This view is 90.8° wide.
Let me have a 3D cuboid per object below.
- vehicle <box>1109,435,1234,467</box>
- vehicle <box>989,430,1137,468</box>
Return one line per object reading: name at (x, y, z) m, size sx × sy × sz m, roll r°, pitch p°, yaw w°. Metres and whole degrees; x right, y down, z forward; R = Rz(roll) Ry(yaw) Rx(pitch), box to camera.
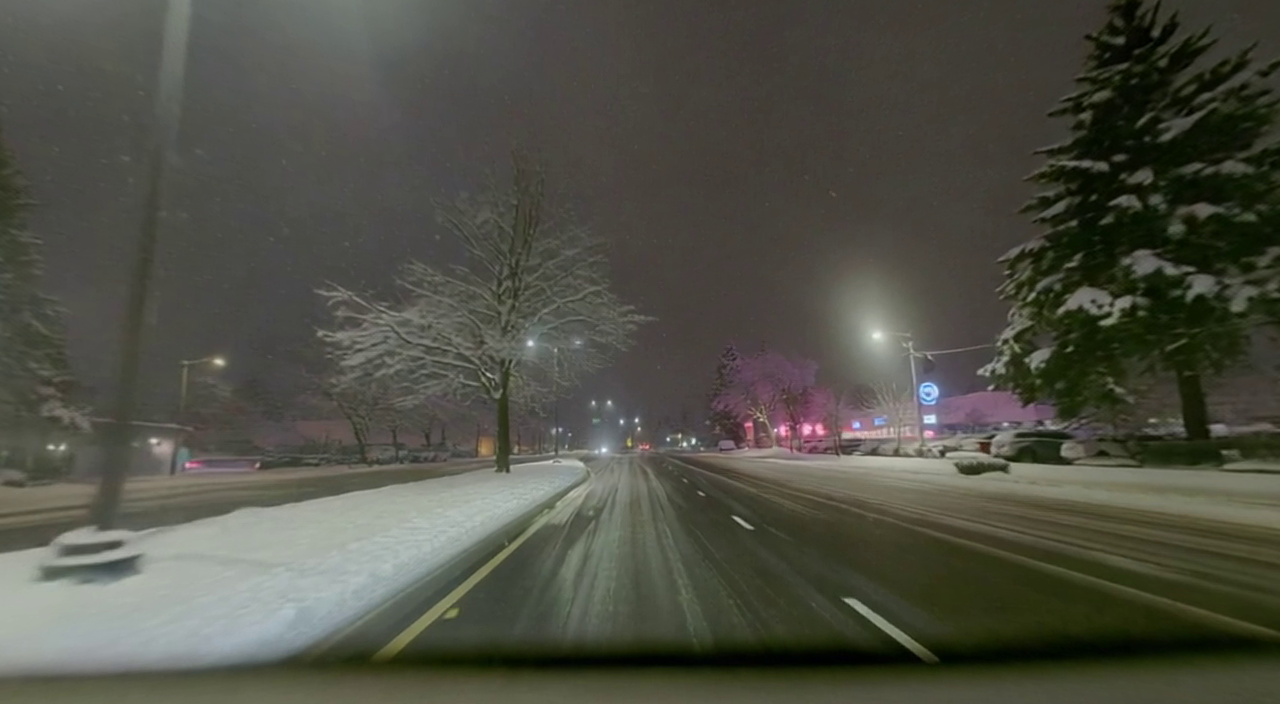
vehicle at (25.975, 4.845, 30.954) m, size 4.402 × 1.465 × 1.900 m, roll 0°, pitch -9°, yaw -1°
vehicle at (20.412, 4.717, 30.702) m, size 5.462 × 1.785 × 2.323 m, roll 0°, pitch -9°, yaw 1°
